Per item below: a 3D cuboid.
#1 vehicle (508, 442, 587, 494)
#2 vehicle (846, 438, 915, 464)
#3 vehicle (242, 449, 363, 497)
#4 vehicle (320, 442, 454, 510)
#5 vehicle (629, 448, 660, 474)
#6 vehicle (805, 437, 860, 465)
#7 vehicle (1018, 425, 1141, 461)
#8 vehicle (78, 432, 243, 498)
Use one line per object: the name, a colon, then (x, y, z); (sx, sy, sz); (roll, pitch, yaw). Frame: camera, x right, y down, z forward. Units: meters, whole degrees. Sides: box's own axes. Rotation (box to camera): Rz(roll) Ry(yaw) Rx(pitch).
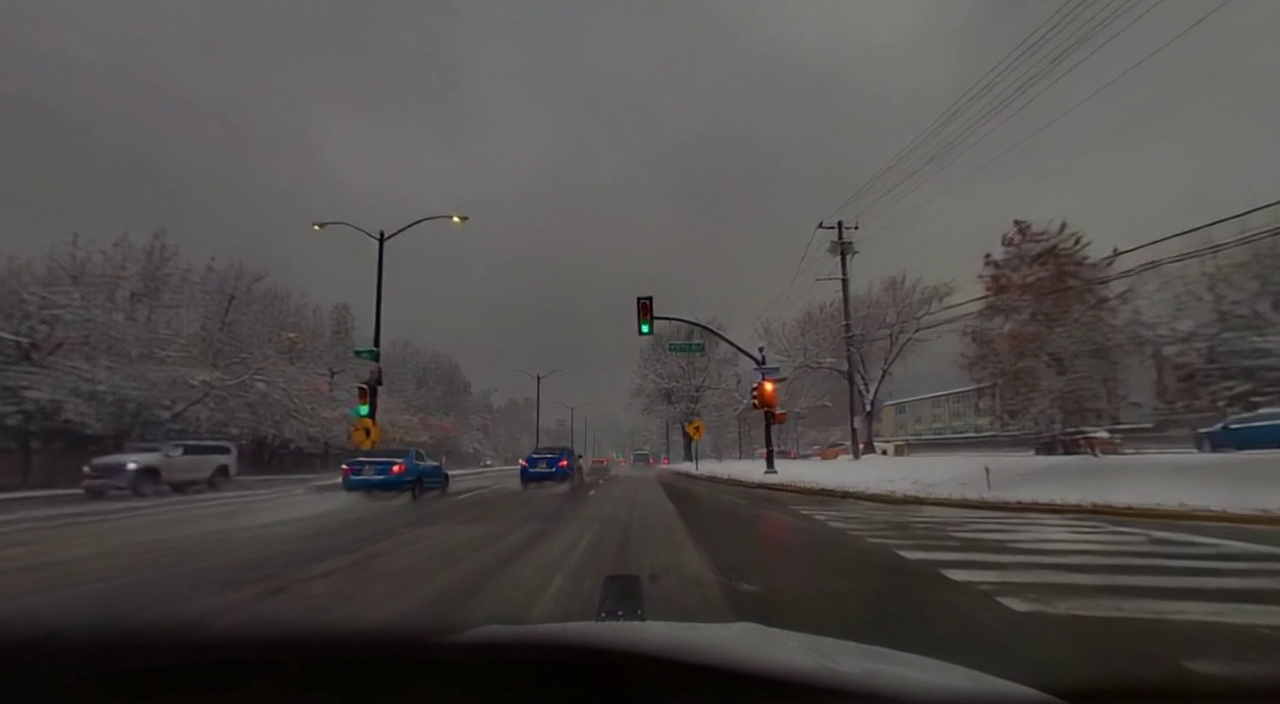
vehicle: (-3.240, 4.148, 23.009); (2.085, 1.663, 4.513); (0, -8, 1)
vehicle: (14.778, 6.108, 38.961); (1.826, 1.474, 4.254); (1, -8, -14)
vehicle: (-11.694, 4.194, 22.212); (1.872, 1.475, 4.325); (-1, -9, 0)
vehicle: (-6.808, 3.342, 17.532); (1.932, 1.596, 4.247); (0, -8, 1)
vehicle: (0.299, 7.821, 45.283); (2.144, 1.704, 4.028); (1, -8, -1)
vehicle: (13.375, 6.903, 44.001); (1.862, 1.559, 3.959); (-4, -5, -11)
vehicle: (20.034, 4.164, 28.906); (1.835, 1.501, 4.158); (6, -9, -33)
vehicle: (-19.331, 4.525, 25.877); (2.359, 2.375, 5.488); (0, -8, 0)
